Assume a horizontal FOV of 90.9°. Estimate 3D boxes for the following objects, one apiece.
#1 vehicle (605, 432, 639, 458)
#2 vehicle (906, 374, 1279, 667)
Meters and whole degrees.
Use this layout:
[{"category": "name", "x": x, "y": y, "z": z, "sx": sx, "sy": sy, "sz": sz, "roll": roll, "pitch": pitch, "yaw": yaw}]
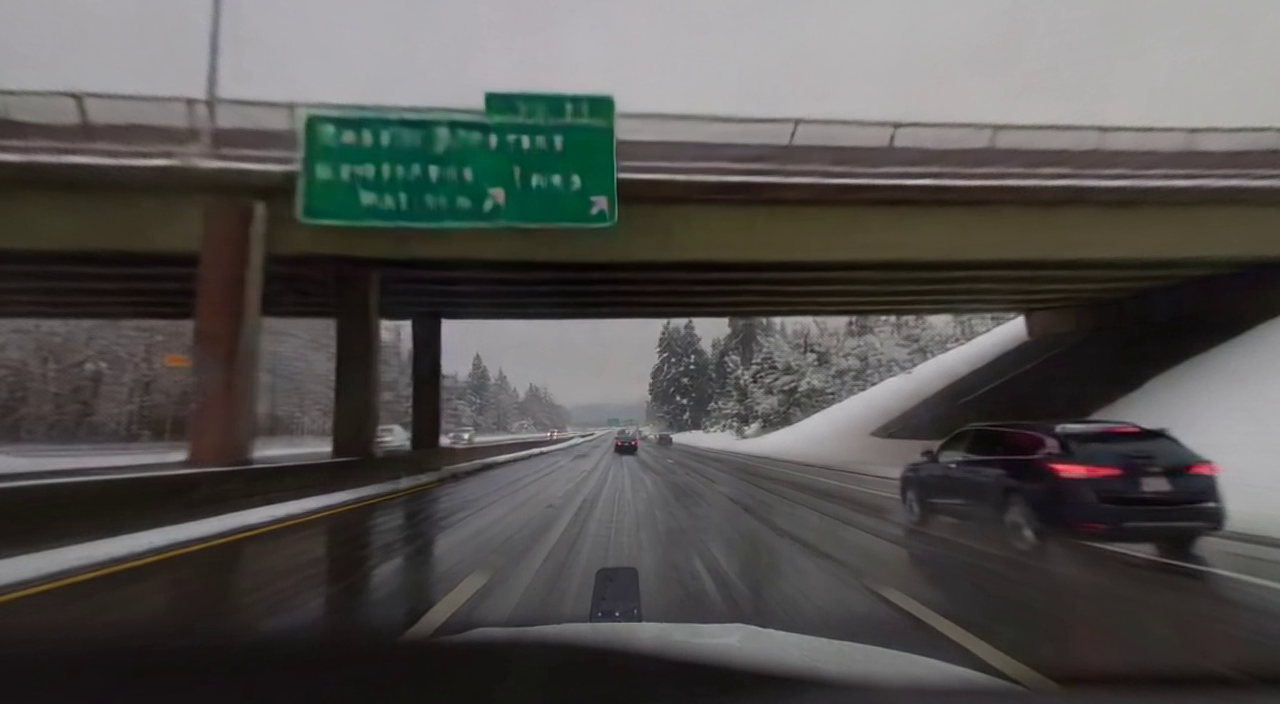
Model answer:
[{"category": "vehicle", "x": -1.072, "y": 5.548, "z": 37.753, "sx": 1.987, "sy": 1.440, "sz": 3.565, "roll": 0, "pitch": -8, "yaw": -1}, {"category": "vehicle", "x": 4.094, "y": 1.179, "z": 5.422, "sx": 1.892, "sy": 1.600, "sz": 3.782, "roll": 0, "pitch": -8, "yaw": -1}]
